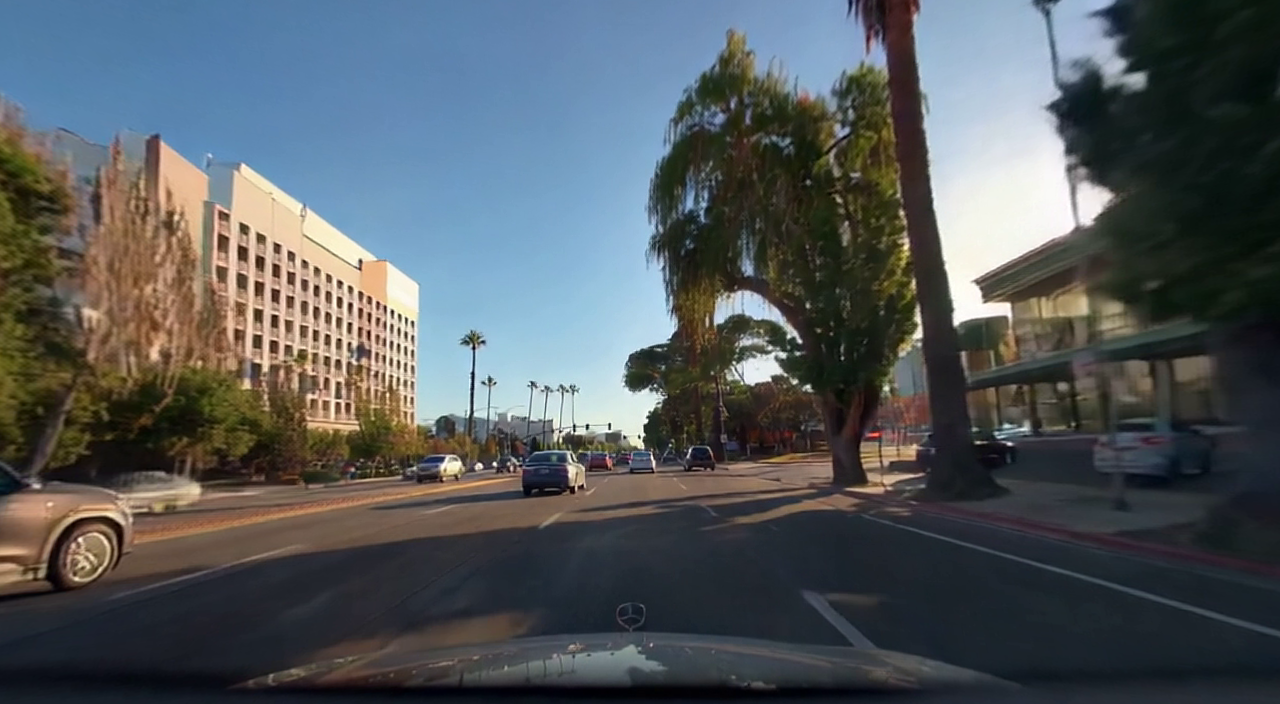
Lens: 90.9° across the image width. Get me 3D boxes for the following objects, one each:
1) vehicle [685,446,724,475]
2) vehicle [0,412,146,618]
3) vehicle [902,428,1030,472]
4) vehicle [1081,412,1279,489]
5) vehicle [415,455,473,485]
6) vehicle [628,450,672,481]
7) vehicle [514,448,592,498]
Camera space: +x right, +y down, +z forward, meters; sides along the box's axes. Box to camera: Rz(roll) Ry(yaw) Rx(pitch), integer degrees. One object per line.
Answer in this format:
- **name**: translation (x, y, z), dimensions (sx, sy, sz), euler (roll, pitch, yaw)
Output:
- **vehicle**: translation (4.192, 7.171, 41.764), dimensions (2.108, 1.785, 4.334), euler (0, -9, -1)
- **vehicle**: translation (-6.501, 1.267, 4.601), dimensions (2.030, 1.730, 4.506), euler (0, -9, 1)
- **vehicle**: translation (12.206, 3.685, 23.587), dimensions (4.378, 1.463, 1.824), euler (5, -10, -23)
- **vehicle**: translation (12.182, 2.188, 13.983), dimensions (4.453, 1.475, 1.823), euler (4, -10, -25)
- **vehicle**: translation (-11.736, 7.087, 38.045), dimensions (2.034, 1.649, 4.577), euler (0, -9, 0)
- **vehicle**: translation (0.518, 5.955, 33.143), dimensions (2.147, 1.507, 3.953), euler (0, -9, 1)
- **vehicle**: translation (-2.864, 4.109, 21.760), dimensions (1.908, 1.505, 4.369), euler (0, -9, 2)
